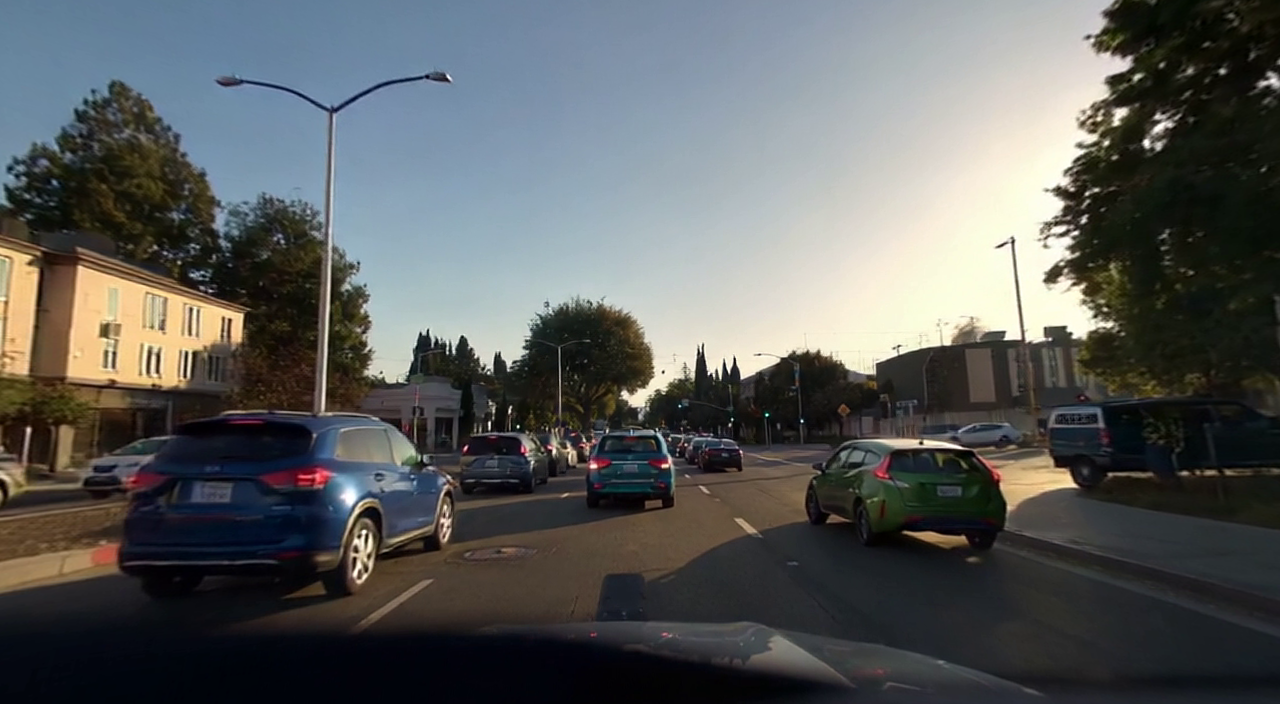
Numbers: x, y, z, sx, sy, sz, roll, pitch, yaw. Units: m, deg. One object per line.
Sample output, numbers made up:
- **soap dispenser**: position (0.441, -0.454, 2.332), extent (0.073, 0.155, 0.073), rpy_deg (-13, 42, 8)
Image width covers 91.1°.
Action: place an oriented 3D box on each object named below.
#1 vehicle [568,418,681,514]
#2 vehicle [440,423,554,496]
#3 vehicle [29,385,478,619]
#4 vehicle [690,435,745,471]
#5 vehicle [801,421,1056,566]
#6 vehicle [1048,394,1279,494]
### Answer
- **vehicle**: position (-0.232, 2.355, 13.398), extent (2.022, 1.700, 4.084), rpy_deg (0, -8, 1)
- **vehicle**: position (-3.706, 2.886, 17.176), extent (2.012, 1.701, 4.316), rpy_deg (0, -8, 1)
- **vehicle**: position (-3.426, 1.420, 6.862), extent (2.047, 1.710, 4.314), rpy_deg (0, -9, 1)
- **vehicle**: position (3.375, 4.501, 28.058), extent (1.948, 1.475, 4.093), rpy_deg (0, -8, 0)
- **vehicle**: position (3.644, 1.824, 8.838), extent (1.847, 1.554, 3.885), rpy_deg (0, -8, 2)
- **vehicle**: position (12.520, 2.089, 14.291), extent (4.991, 1.978, 2.090), rpy_deg (-8, -12, 42)
